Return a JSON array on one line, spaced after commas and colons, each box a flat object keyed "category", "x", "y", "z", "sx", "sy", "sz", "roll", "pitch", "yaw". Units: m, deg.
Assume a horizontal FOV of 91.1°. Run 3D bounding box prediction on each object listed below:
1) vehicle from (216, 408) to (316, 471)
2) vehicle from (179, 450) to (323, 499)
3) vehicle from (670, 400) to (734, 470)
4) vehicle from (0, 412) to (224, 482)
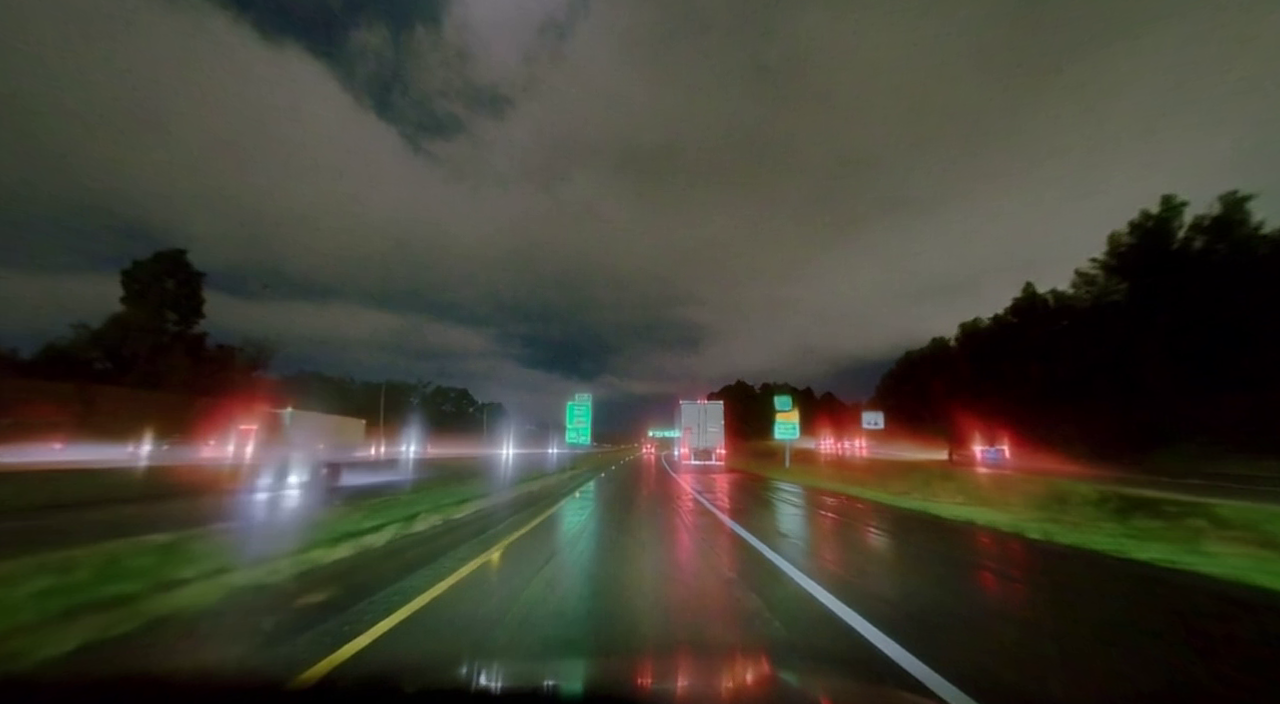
[{"category": "vehicle", "x": -26.076, "y": 6.196, "z": 44.236, "sx": 3.038, "sy": 4.079, "sz": 6.098, "roll": 0, "pitch": -9, "yaw": 1}, {"category": "vehicle", "x": -13.196, "y": 4.148, "z": 21.738, "sx": 1.933, "sy": 1.482, "sz": 4.661, "roll": 0, "pitch": -9, "yaw": 1}, {"category": "vehicle", "x": 3.994, "y": 5.913, "z": 43.815, "sx": 3.185, "sy": 4.154, "sz": 12.638, "roll": 0, "pitch": -9, "yaw": 0}, {"category": "vehicle", "x": -26.515, "y": 4.631, "z": 30.487, "sx": 2.964, "sy": 2.690, "sz": 14.306, "roll": 0, "pitch": -9, "yaw": 0}]
